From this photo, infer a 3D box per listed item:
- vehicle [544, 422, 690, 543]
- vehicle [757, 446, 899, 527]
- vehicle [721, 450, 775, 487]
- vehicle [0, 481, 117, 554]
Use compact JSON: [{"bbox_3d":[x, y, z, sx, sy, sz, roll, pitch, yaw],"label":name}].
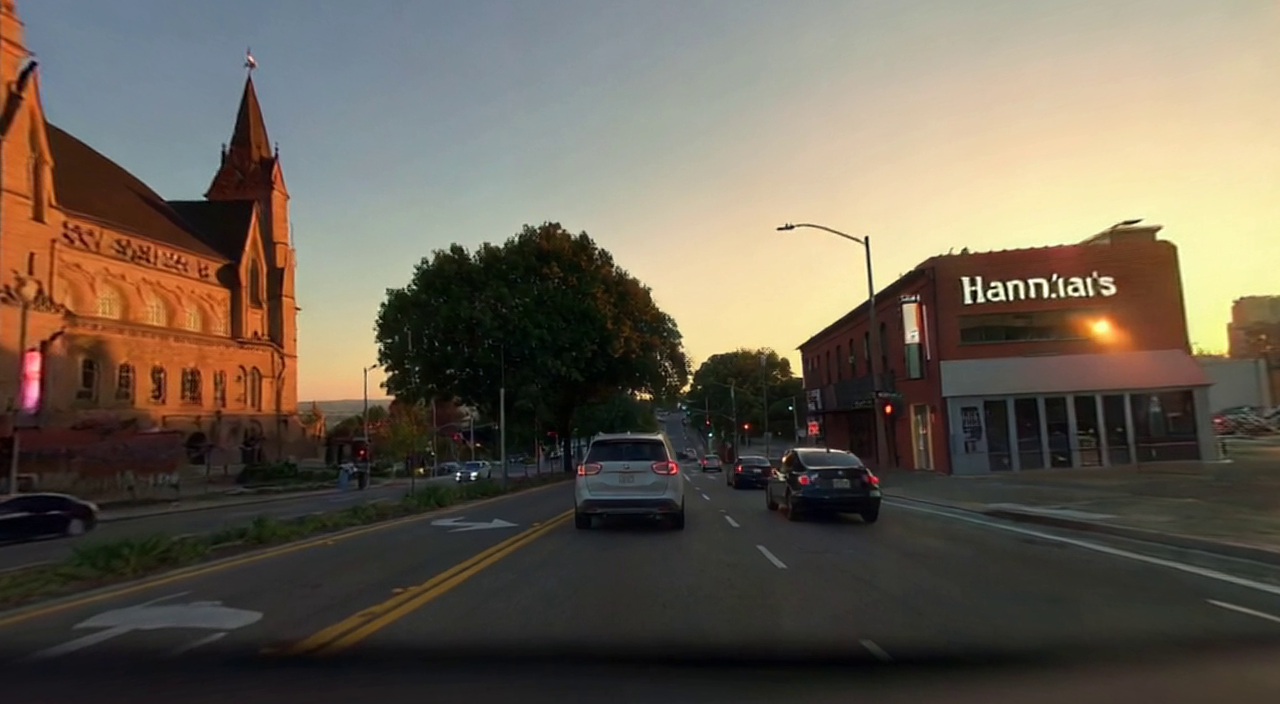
[{"bbox_3d":[-0.252,2.266,11.548,2.168,1.776,4.135,-1,-9,3],"label":"vehicle"},{"bbox_3d":[3.902,2.829,13.976,1.883,1.472,4.471,-1,-9,2],"label":"vehicle"},{"bbox_3d":[4.794,5.214,28.603,1.890,1.491,4.166,-1,-9,2],"label":"vehicle"},{"bbox_3d":[-16.127,4.154,15.836,1.901,1.532,4.733,0,-9,1],"label":"vehicle"}]
